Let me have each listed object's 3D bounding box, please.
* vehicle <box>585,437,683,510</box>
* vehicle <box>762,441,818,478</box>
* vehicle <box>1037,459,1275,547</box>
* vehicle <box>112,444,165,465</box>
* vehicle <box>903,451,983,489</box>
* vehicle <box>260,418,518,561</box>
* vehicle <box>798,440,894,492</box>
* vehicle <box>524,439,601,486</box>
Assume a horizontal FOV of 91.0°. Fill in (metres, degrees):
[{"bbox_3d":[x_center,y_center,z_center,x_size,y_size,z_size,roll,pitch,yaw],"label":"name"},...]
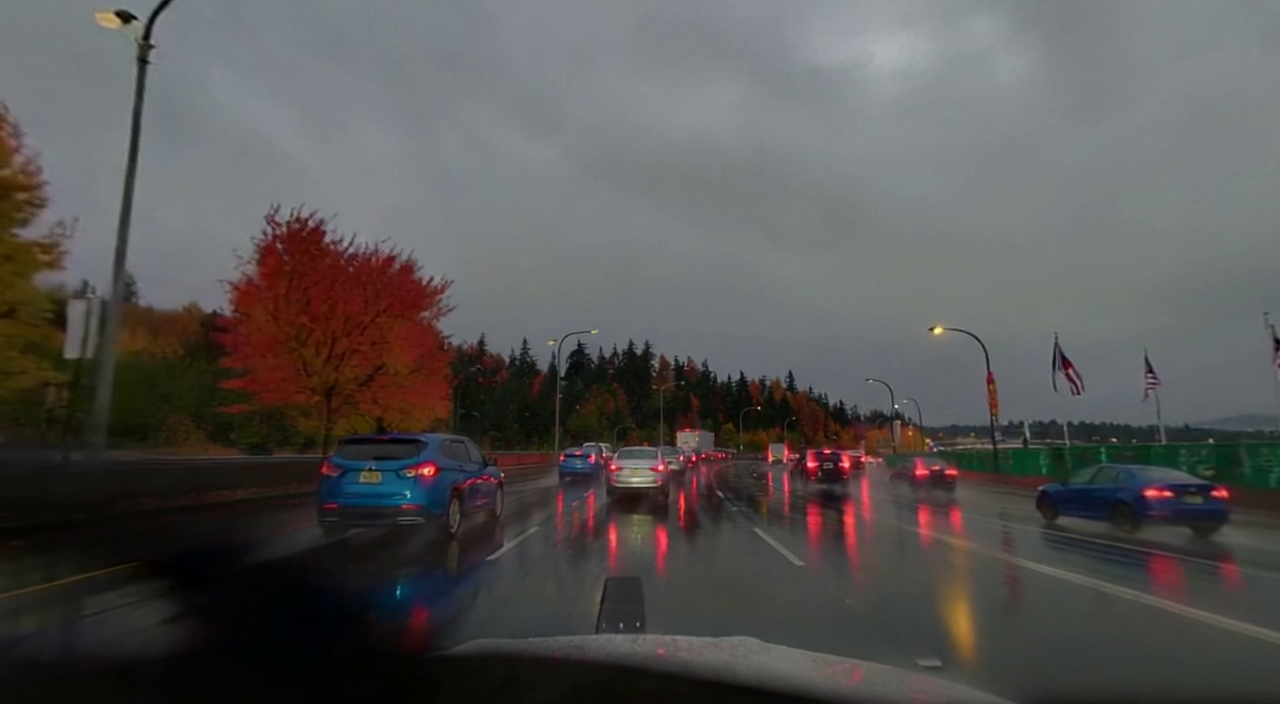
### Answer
[{"bbox_3d":[-0.032,2.919,15.591,2.090,1.506,4.276,0,-9,3],"label":"vehicle"},{"bbox_3d":[7.742,5.564,32.928,2.017,1.746,4.727,0,-9,3],"label":"vehicle"},{"bbox_3d":[10.464,3.028,13.227,1.749,1.481,3.808,1,-9,1],"label":"vehicle"},{"bbox_3d":[-39.690,8.089,49.811,3.667,1.465,1.735,-4,-5,25],"label":"vehicle"},{"bbox_3d":[15.292,5.927,32.121,2.087,1.745,4.673,0,-9,5],"label":"vehicle"},{"bbox_3d":[-3.345,1.925,9.521,1.988,1.635,4.260,0,-9,2],"label":"vehicle"},{"bbox_3d":[6.807,3.803,21.327,1.944,1.544,4.301,0,-9,2],"label":"vehicle"},{"bbox_3d":[-2.781,4.138,23.867,1.974,1.549,4.603,0,-9,5],"label":"vehicle"}]
